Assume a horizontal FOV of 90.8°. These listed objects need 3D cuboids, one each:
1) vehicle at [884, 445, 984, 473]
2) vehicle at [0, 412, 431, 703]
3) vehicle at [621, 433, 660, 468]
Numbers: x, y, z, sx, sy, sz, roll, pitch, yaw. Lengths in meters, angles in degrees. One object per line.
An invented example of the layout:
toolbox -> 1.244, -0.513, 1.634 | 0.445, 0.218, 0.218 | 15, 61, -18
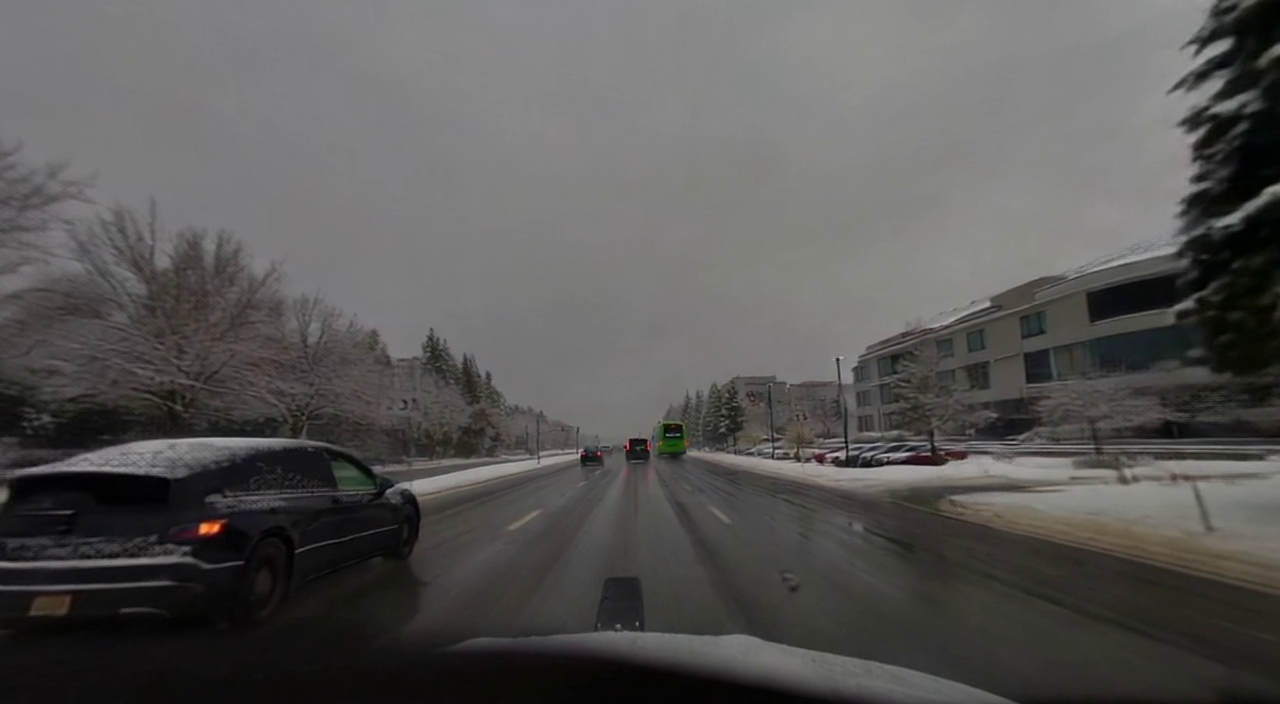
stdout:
vehicle -> 16.557, 6.021, 35.731 | 4.682, 1.507, 1.878 | 0, -9, 0
vehicle -> -3.606, 1.377, 5.309 | 2.120, 1.481, 4.535 | 0, -9, 0
vehicle -> 0.015, 6.397, 41.187 | 2.336, 2.122, 5.207 | 0, -9, 0
